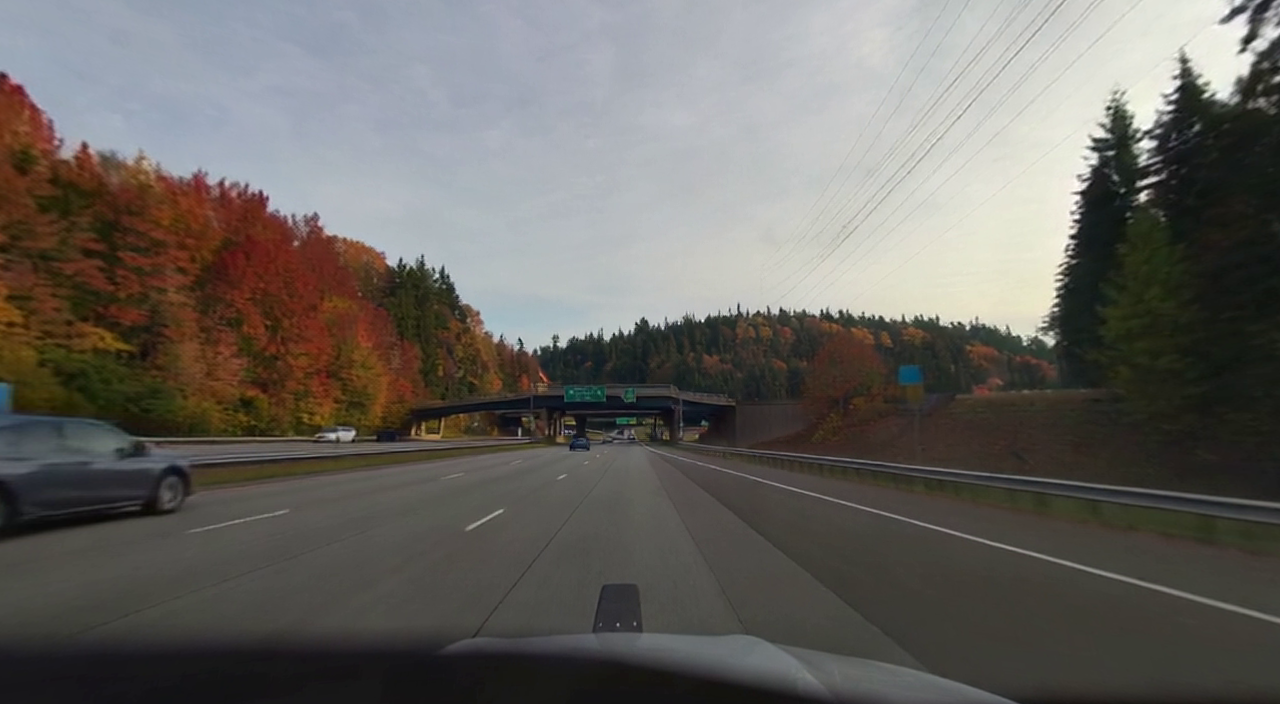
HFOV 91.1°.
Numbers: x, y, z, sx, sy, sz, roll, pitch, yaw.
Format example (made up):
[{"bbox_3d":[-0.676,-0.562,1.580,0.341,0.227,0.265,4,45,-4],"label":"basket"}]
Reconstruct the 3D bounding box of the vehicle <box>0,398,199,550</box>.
[{"bbox_3d":[-8.090,1.457,7.754,1.987,1.677,4.580,0,-8,-1],"label":"vehicle"}]
